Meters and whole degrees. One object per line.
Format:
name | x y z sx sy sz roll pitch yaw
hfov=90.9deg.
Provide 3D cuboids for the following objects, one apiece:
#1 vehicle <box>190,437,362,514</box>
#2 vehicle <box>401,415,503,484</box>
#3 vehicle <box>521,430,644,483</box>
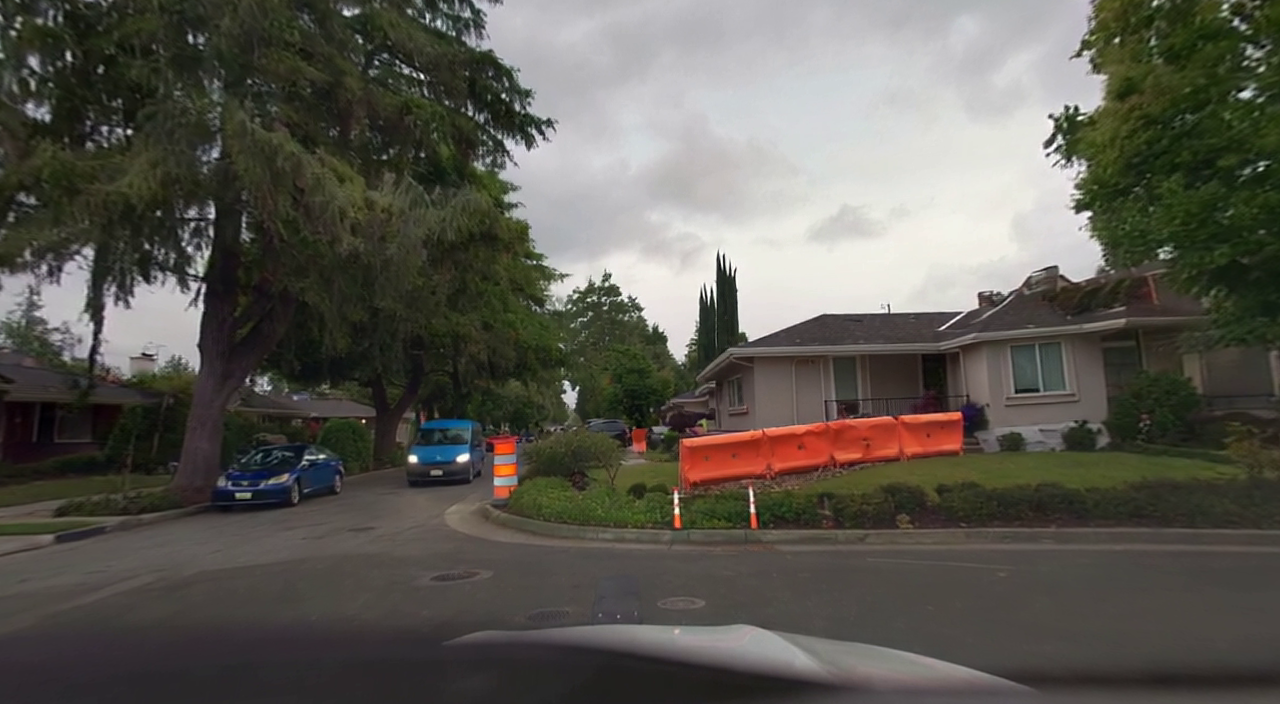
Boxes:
vehicle | -8.343 2.802 14.953 1.899 1.524 4.082 1 -8 -5
vehicle | -6.002 3.150 20.788 2.219 1.984 4.712 1 -8 -4
vehicle | -1.638 3.152 19.435 1.827 1.436 4.070 -4 -9 28
